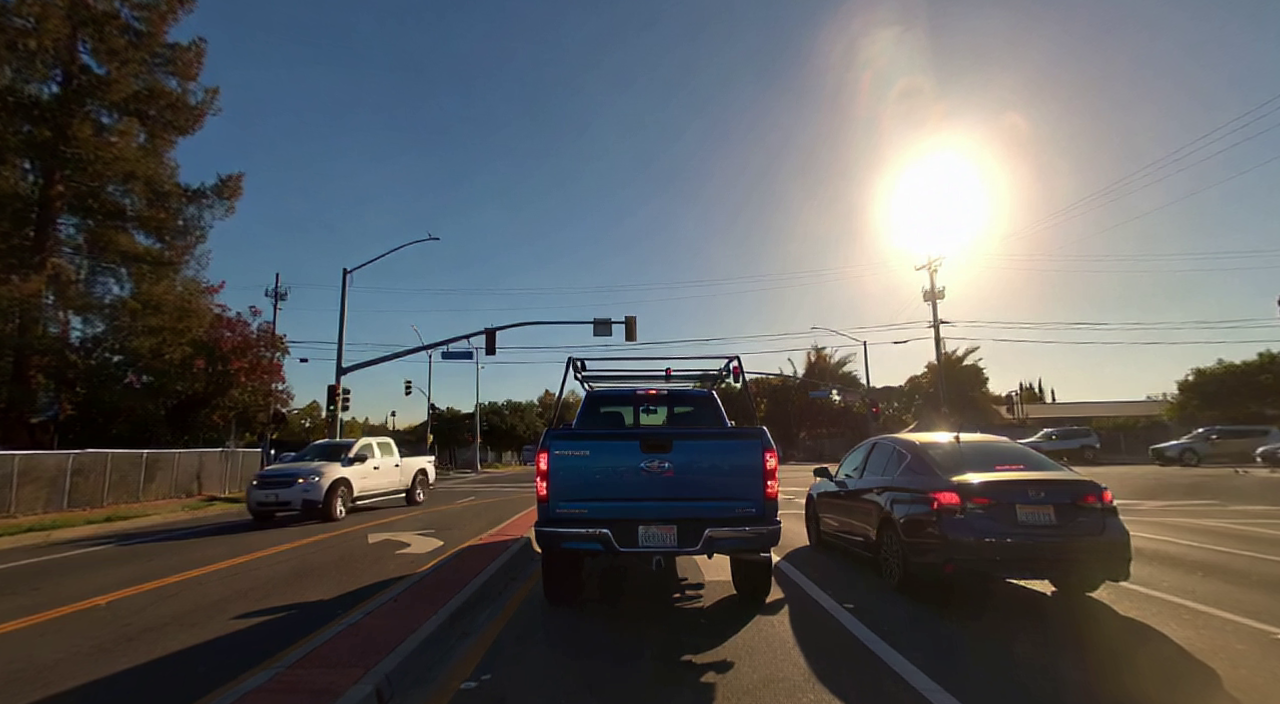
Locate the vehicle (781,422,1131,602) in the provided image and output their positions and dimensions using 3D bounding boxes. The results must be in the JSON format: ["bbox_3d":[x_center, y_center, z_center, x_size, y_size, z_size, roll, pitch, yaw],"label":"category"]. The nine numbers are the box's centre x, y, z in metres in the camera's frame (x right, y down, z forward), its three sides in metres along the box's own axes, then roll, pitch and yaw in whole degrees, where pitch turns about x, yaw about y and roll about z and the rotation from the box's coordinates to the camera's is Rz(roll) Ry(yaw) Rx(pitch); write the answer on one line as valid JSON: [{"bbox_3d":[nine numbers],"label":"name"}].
[{"bbox_3d":[3.105,1.644,7.372,1.993,1.495,4.060,0,-8,0],"label":"vehicle"}]

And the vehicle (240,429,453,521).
[{"bbox_3d":[-7.223,3.064,16.427,2.455,1.971,5.329,-1,-9,7],"label":"vehicle"}]

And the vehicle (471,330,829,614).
[{"bbox_3d":[0.098,1.395,8.201,2.831,2.284,6.149,0,-8,0],"label":"vehicle"}]
